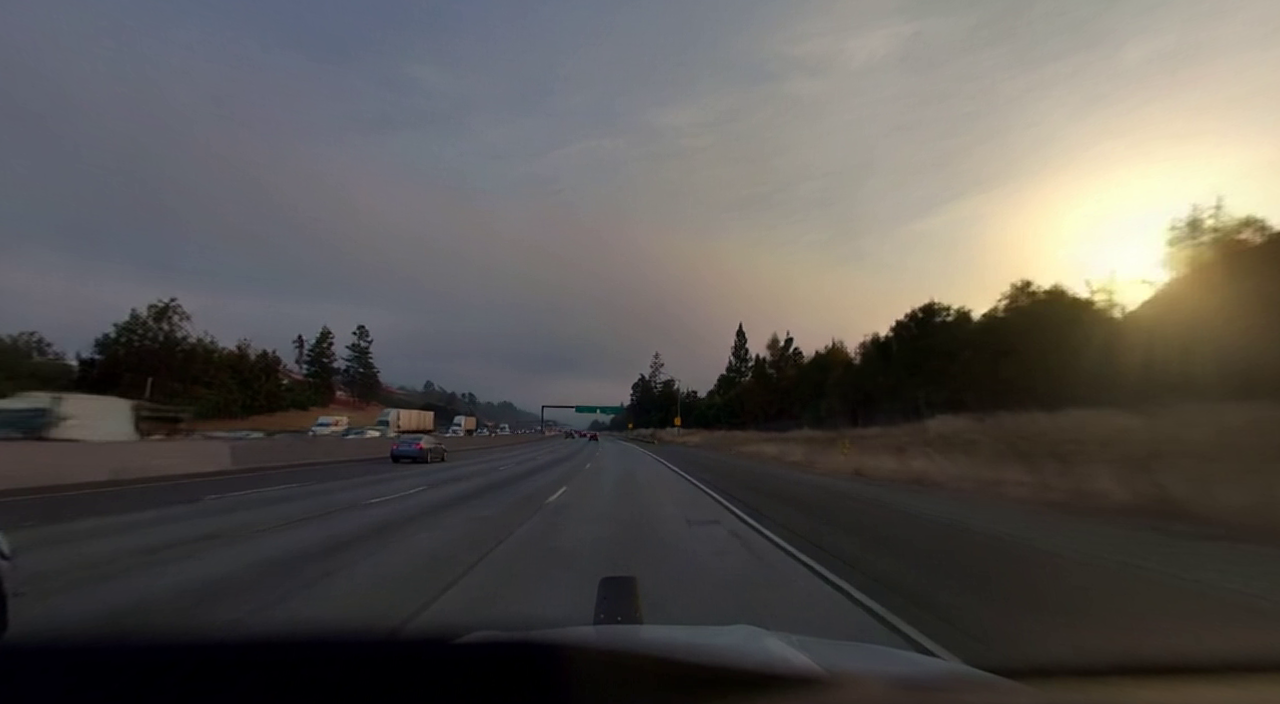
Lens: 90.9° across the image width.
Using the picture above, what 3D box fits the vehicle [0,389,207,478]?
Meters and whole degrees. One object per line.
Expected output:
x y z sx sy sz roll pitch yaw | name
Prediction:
-18.155 2.760 21.263 2.415 2.528 6.726 0 -8 -1 | vehicle

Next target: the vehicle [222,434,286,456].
-26.644 6.408 43.731 1.799 1.417 4.395 0 -8 -3 | vehicle

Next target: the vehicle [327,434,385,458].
-19.628 6.509 43.805 1.995 1.584 4.624 0 -8 -1 | vehicle
